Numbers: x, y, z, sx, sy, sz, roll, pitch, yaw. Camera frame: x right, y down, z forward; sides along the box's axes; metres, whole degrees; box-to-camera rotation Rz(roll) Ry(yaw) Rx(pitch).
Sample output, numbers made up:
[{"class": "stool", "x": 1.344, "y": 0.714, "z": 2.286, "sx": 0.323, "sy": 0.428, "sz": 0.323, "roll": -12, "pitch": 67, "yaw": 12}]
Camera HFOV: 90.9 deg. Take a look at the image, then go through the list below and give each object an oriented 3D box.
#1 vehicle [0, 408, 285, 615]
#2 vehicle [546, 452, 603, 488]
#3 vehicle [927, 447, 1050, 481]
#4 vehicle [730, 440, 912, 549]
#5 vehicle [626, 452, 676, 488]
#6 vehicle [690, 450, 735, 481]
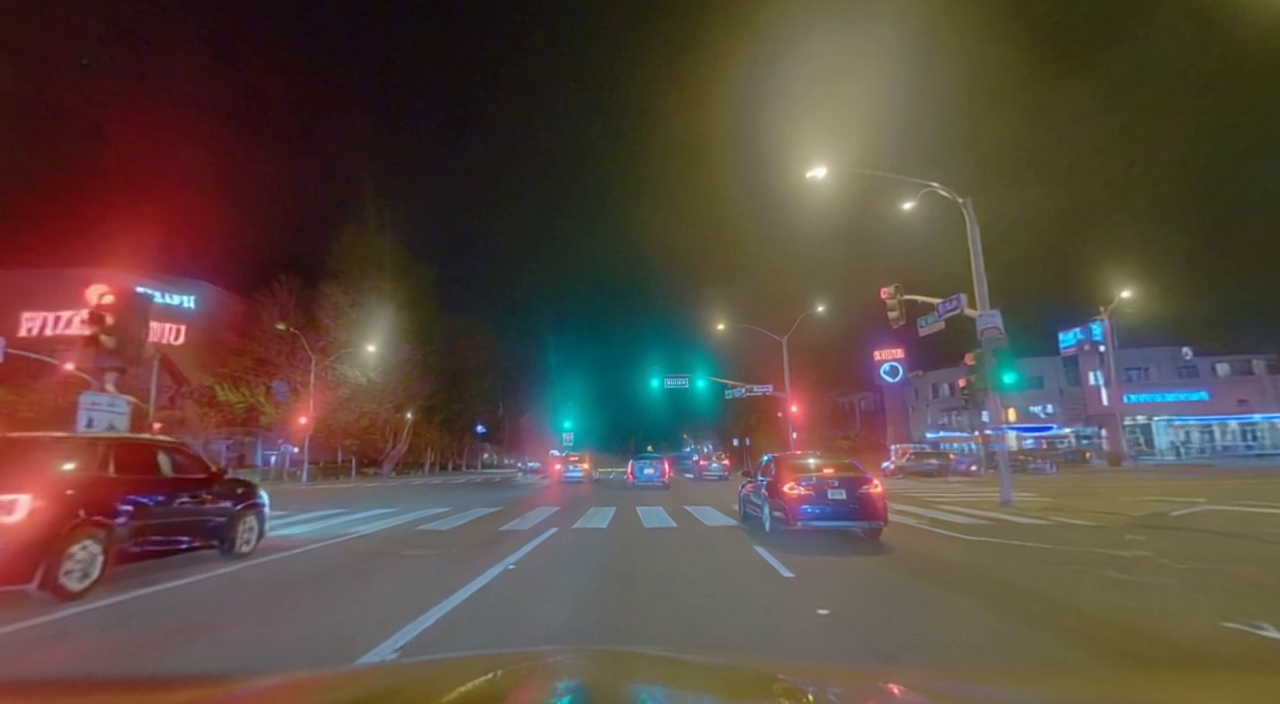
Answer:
[{"class": "vehicle", "x": -6.652, "y": 1.725, "z": 7.686, "sx": 2.058, "sy": 1.804, "sz": 4.391, "roll": 0, "pitch": -8, "yaw": 0}, {"class": "vehicle", "x": -2.957, "y": 5.453, "z": 29.450, "sx": 2.040, "sy": 1.471, "sz": 4.211, "roll": -1, "pitch": -8, "yaw": 3}, {"class": "vehicle", "x": 15.752, "y": 5.053, "z": 28.648, "sx": 4.481, "sy": 1.427, "sz": 1.830, "roll": 0, "pitch": -8, "yaw": -2}, {"class": "vehicle", "x": 2.869, "y": 2.330, "z": 11.062, "sx": 1.946, "sy": 1.513, "sz": 4.133, "roll": 0, "pitch": -8, "yaw": 0}, {"class": "vehicle", "x": 0.490, "y": 5.291, "z": 28.614, "sx": 2.070, "sy": 1.460, "sz": 4.118, "roll": 0, "pitch": -8, "yaw": 1}, {"class": "vehicle", "x": 3.887, "y": 6.148, "z": 34.431, "sx": 1.931, "sy": 1.552, "sz": 4.125, "roll": 0, "pitch": -8, "yaw": 0}]
